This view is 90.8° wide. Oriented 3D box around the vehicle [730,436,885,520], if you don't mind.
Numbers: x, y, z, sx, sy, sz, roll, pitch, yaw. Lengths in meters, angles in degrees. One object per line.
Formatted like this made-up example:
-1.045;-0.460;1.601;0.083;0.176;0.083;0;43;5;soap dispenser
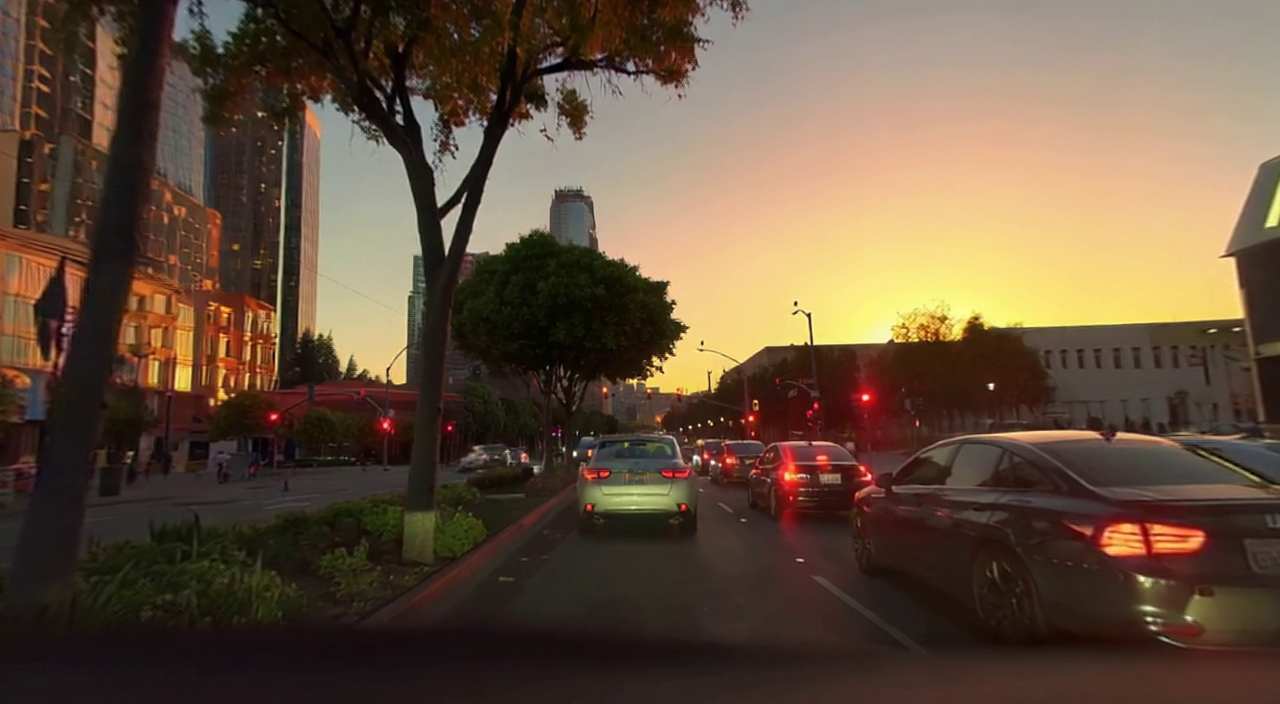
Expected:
3.340;2.606;13.643;1.996;1.469;4.495;0;-9;-1;vehicle

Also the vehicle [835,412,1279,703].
3.239;1.325;4.963;1.912;1.454;4.537;0;-9;-1;vehicle

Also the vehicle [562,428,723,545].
0.009;2.081;10.410;2.118;1.512;4.013;0;-9;-1;vehicle
